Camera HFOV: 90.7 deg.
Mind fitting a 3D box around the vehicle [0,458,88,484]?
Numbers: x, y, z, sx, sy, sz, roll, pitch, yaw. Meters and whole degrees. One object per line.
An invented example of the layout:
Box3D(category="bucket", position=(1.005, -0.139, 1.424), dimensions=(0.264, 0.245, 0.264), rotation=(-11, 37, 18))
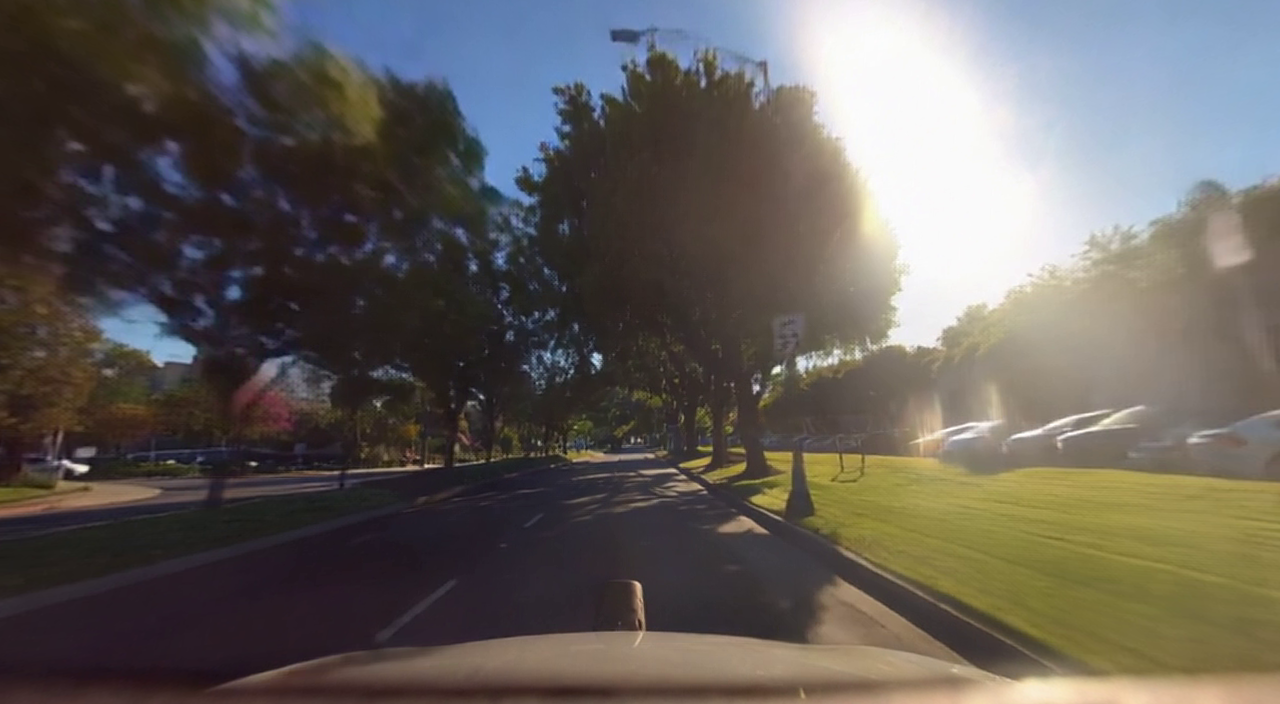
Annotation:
Box3D(category="vehicle", position=(-36.436, 7.188, 38.346), dimensions=(4.213, 1.431, 1.812), rotation=(0, -8, -1))
